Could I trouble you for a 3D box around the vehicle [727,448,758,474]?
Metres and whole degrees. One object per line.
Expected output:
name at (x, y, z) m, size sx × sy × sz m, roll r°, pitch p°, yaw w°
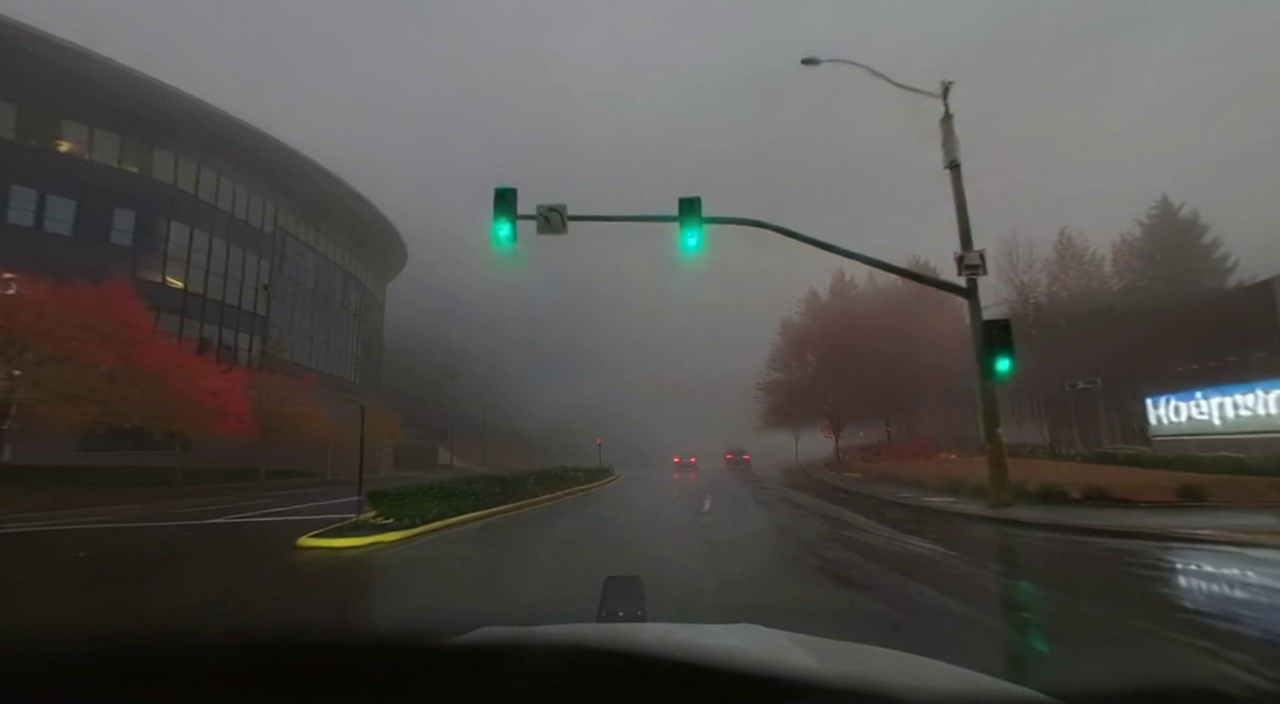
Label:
vehicle at (7.616, 8.120, 47.172) m, size 2.174 × 1.749 × 4.739 m, roll -1°, pitch -9°, yaw 8°
